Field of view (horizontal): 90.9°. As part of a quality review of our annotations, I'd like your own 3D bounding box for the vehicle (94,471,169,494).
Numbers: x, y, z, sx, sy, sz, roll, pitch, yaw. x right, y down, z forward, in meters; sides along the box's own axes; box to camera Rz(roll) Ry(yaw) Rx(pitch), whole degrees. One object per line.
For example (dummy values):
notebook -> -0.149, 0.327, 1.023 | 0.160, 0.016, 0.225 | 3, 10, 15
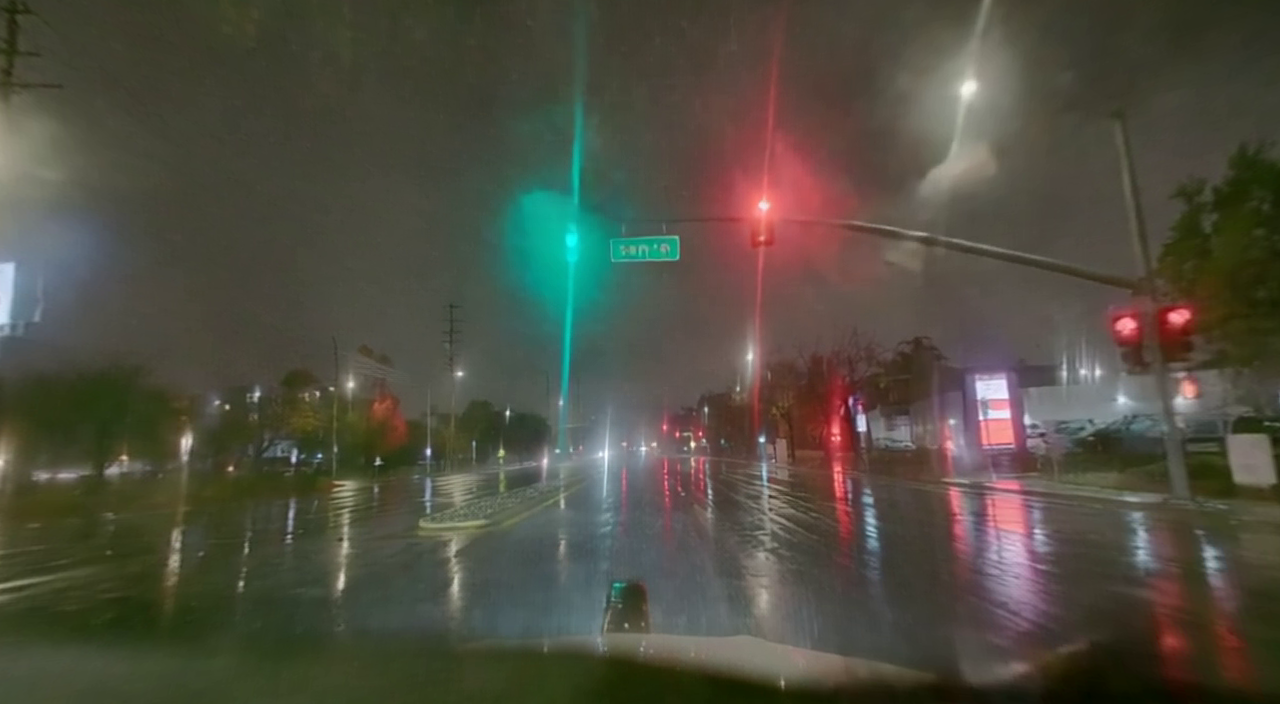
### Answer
vehicle -> -37.310, 9.570, 46.387 | 1.736, 1.399, 4.271 | -1, -8, 4
